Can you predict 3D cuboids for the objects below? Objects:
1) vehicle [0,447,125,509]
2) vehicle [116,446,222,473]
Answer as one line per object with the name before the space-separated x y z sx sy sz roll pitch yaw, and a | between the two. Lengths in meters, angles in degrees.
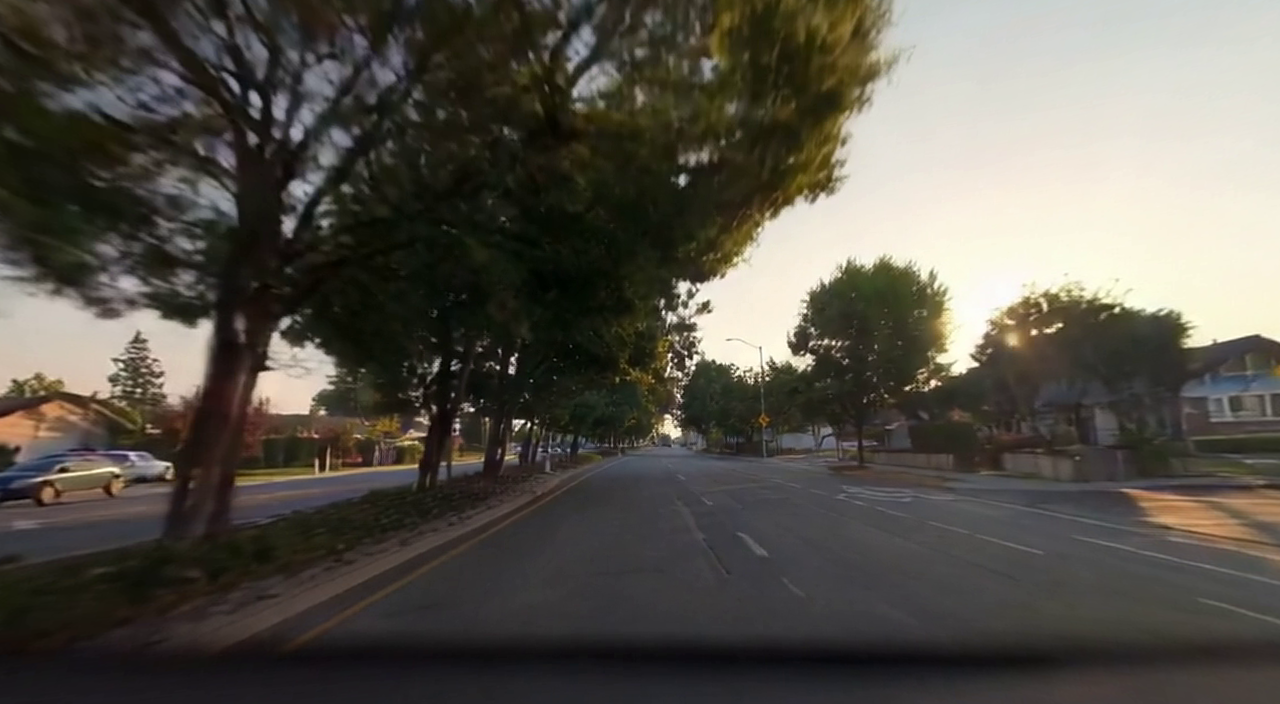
vehicle | -19.360 3.888 19.898 1.906 1.744 5.165 0 -8 0
vehicle | -28.230 6.430 37.968 4.758 1.499 2.001 0 -8 1
